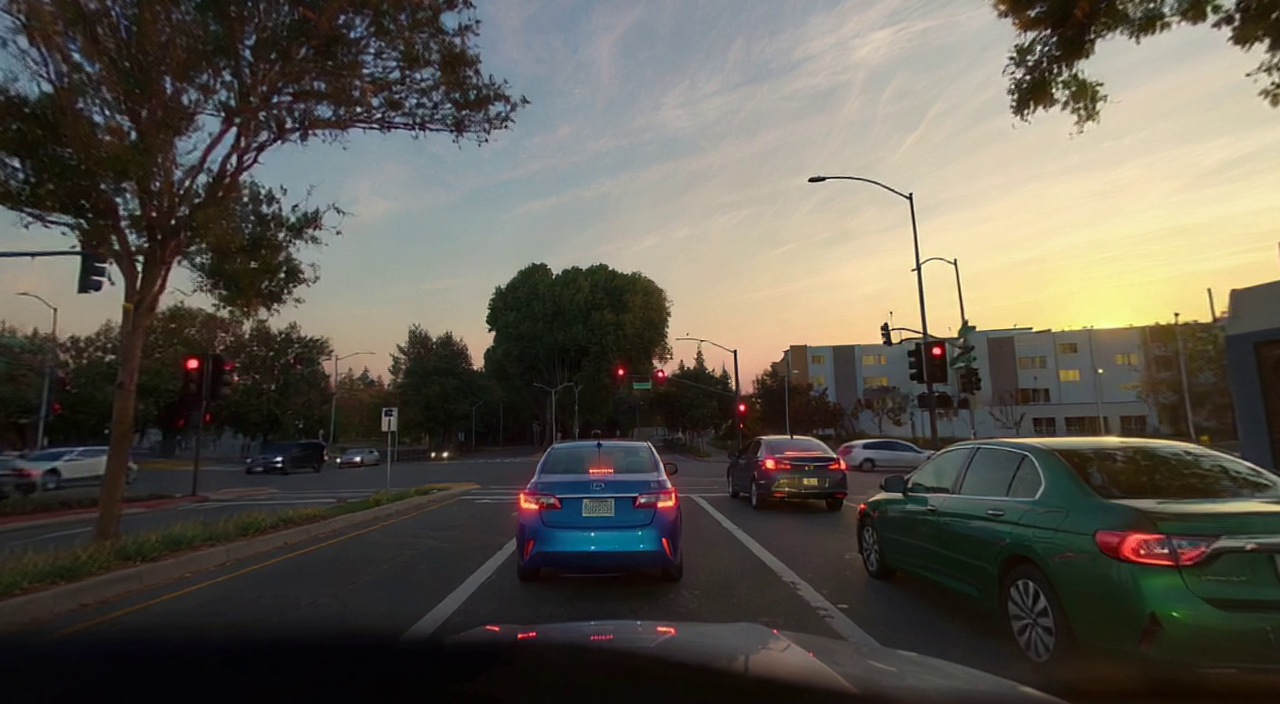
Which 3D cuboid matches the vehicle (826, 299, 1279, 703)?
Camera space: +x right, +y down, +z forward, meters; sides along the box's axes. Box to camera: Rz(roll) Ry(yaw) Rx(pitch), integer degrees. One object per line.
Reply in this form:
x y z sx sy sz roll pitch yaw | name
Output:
3.575 1.110 5.053 2.572 1.945 5.065 0 -8 0 | vehicle

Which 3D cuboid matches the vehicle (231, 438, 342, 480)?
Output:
-17.968 5.455 32.579 2.308 1.903 5.813 0 -8 1 | vehicle

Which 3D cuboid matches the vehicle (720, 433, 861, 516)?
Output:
3.155 2.667 14.321 2.026 1.549 4.559 0 -8 -1 | vehicle

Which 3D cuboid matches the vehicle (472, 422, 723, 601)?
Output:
-0.385 1.654 7.401 2.143 1.520 3.848 0 -8 -1 | vehicle

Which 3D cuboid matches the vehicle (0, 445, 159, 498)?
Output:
-21.403 4.455 24.108 2.233 1.782 4.862 0 -8 0 | vehicle
